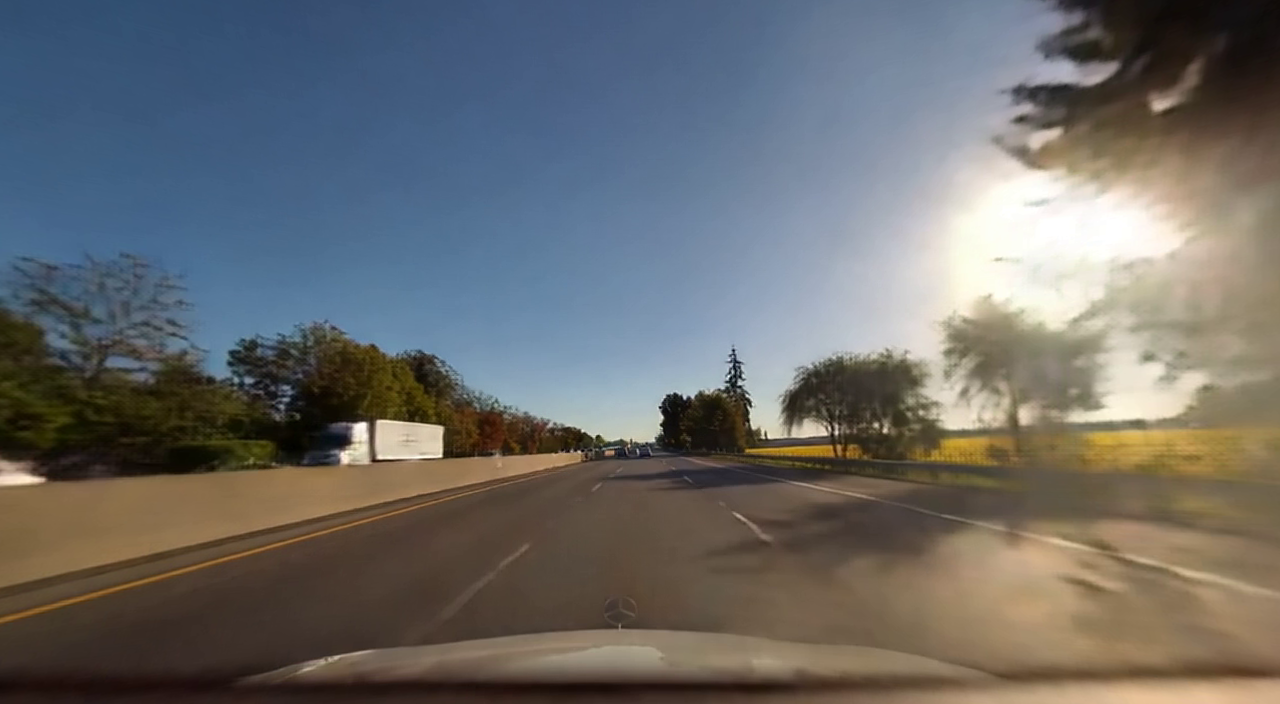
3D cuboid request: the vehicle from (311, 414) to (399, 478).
[{"bbox_3d":[-19.044,6.350,42.484,3.022,3.977,5.909,-1,-9,0],"label":"vehicle"}]
